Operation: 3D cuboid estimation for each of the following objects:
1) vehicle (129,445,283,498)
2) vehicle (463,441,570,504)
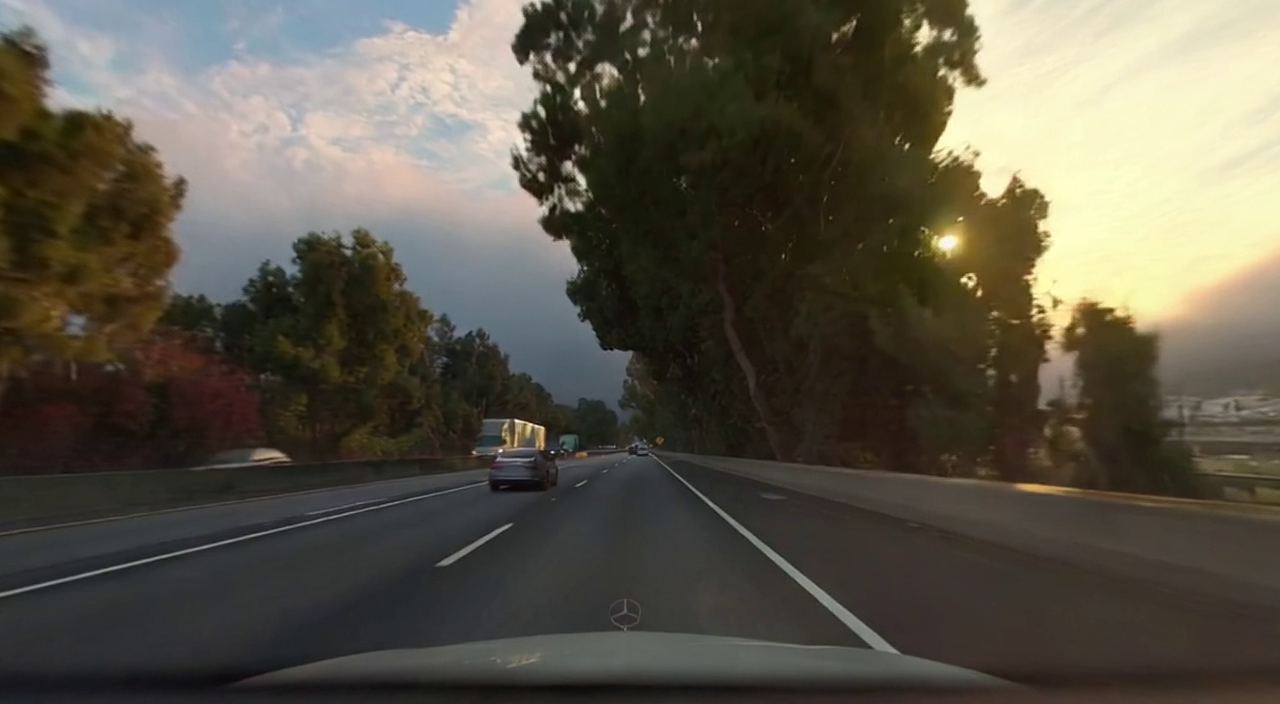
[{"bbox_3d":[-12.777,3.520,18.889,1.846,1.407,3.852,0,-9,0],"label":"vehicle"},{"bbox_3d":[-3.244,3.280,17.622,1.969,1.505,4.636,0,-9,1],"label":"vehicle"}]
